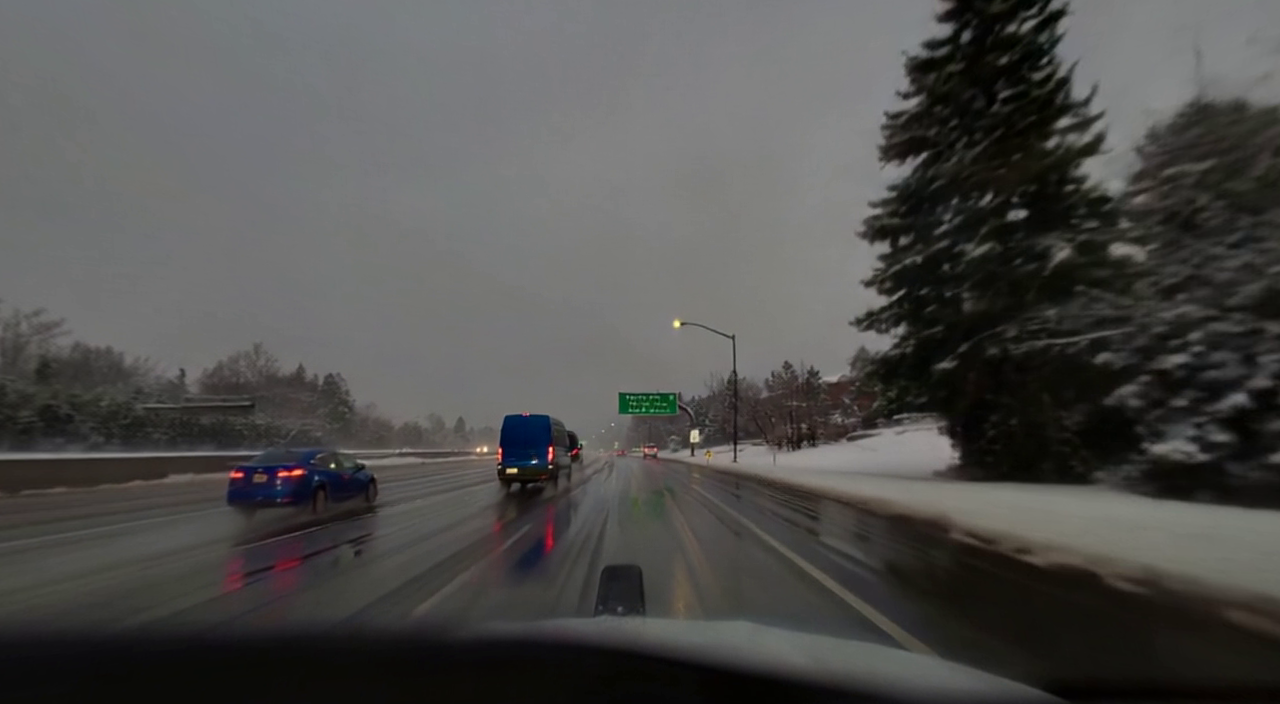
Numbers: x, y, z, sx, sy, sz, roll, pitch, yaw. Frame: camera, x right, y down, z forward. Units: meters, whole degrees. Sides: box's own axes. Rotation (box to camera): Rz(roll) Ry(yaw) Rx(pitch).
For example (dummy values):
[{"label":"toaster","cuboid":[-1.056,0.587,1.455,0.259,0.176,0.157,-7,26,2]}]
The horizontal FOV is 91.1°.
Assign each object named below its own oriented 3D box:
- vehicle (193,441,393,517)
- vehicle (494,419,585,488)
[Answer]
[{"label":"vehicle","cuboid":[-7.870,2.892,14.932,1.987,1.490,4.781,0,-9,1]},{"label":"vehicle","cuboid":[-3.519,3.714,23.200,2.372,2.248,5.393,0,-9,1]}]
